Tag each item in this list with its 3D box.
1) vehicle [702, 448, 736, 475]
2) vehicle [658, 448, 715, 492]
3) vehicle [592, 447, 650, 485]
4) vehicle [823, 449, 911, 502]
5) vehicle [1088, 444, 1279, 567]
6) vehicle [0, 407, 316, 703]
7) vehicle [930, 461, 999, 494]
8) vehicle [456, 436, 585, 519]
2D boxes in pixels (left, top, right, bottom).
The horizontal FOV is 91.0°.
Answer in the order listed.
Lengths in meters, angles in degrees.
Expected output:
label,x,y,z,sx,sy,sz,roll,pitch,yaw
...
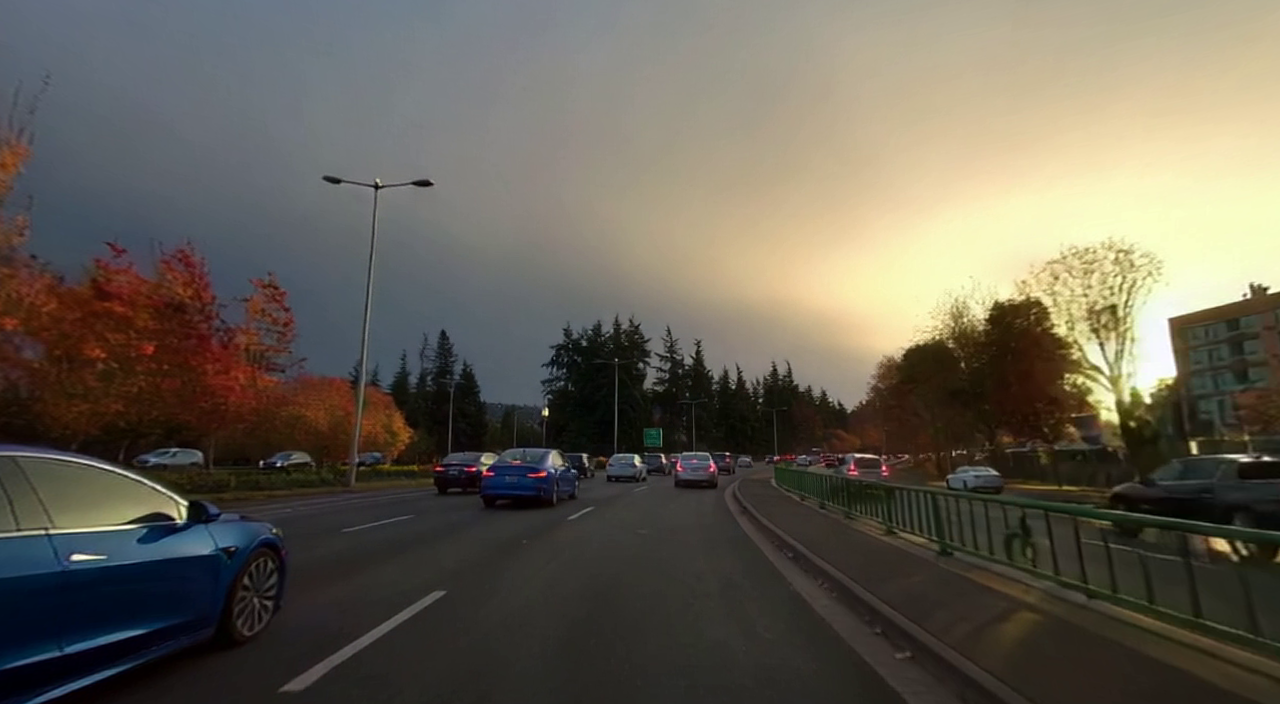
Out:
label,x,y,z,sx,sy,sz,roll,pitch,yaw
vehicle,5.323,7.256,41.941,1.977,1.704,3.841,-1,-9,11
vehicle,1.881,4.462,24.270,2.015,1.506,4.276,-1,-9,7
vehicle,-0.792,5.273,29.453,1.930,1.635,4.260,-1,-9,9
vehicle,7.712,4.191,21.815,1.768,1.634,4.064,0,-9,4
vehicle,10.331,2.516,10.963,1.894,1.763,4.432,0,-9,2
vehicle,-3.414,0.964,2.427,1.921,1.503,4.317,0,-9,2
vehicle,17.077,6.589,33.366,1.816,1.481,4.422,-1,-9,8
vehicle,-2.667,2.932,15.302,1.979,1.663,4.513,0,-9,4
